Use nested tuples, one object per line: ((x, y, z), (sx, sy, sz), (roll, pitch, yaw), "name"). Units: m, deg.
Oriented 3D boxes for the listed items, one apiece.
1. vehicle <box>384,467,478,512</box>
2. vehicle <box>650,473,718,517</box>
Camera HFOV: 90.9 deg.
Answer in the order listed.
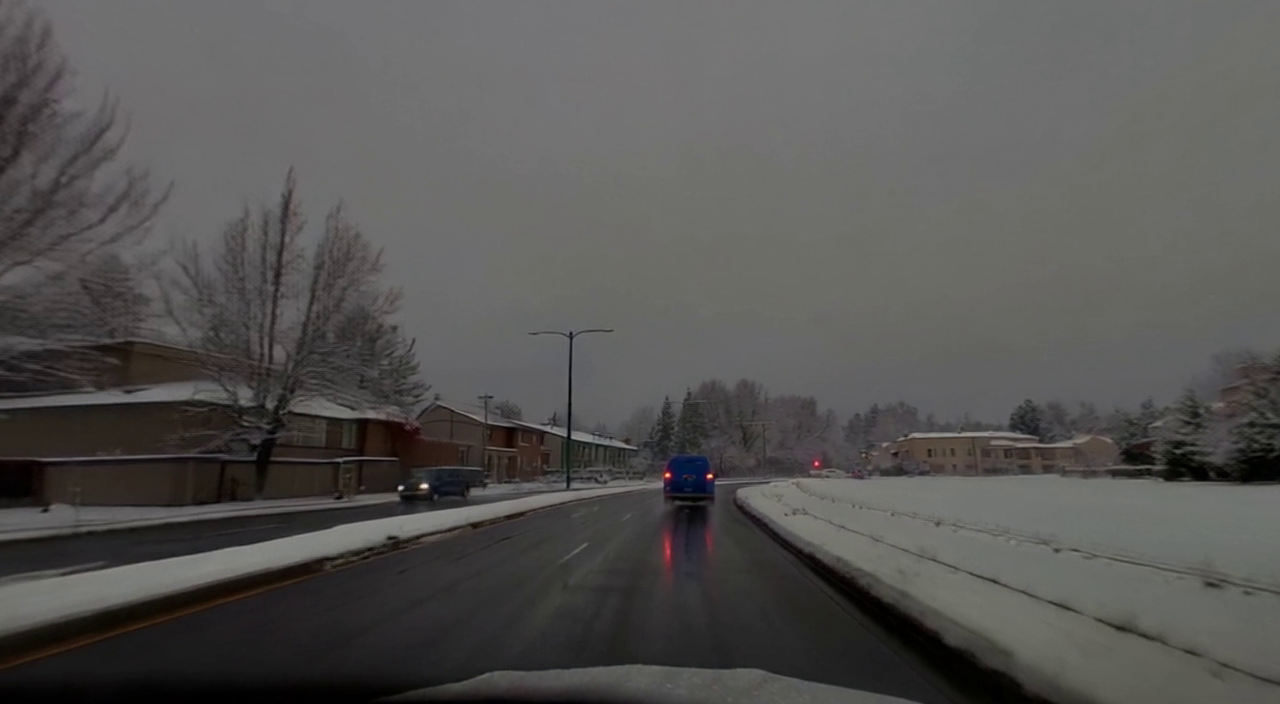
((-9.294, 6.132, 28.487), (2.066, 1.744, 4.771), (-5, -11, 8), "vehicle")
((1.646, 4.805, 21.584), (1.972, 1.250, 5.282), (-1, -11, 8), "vehicle")
